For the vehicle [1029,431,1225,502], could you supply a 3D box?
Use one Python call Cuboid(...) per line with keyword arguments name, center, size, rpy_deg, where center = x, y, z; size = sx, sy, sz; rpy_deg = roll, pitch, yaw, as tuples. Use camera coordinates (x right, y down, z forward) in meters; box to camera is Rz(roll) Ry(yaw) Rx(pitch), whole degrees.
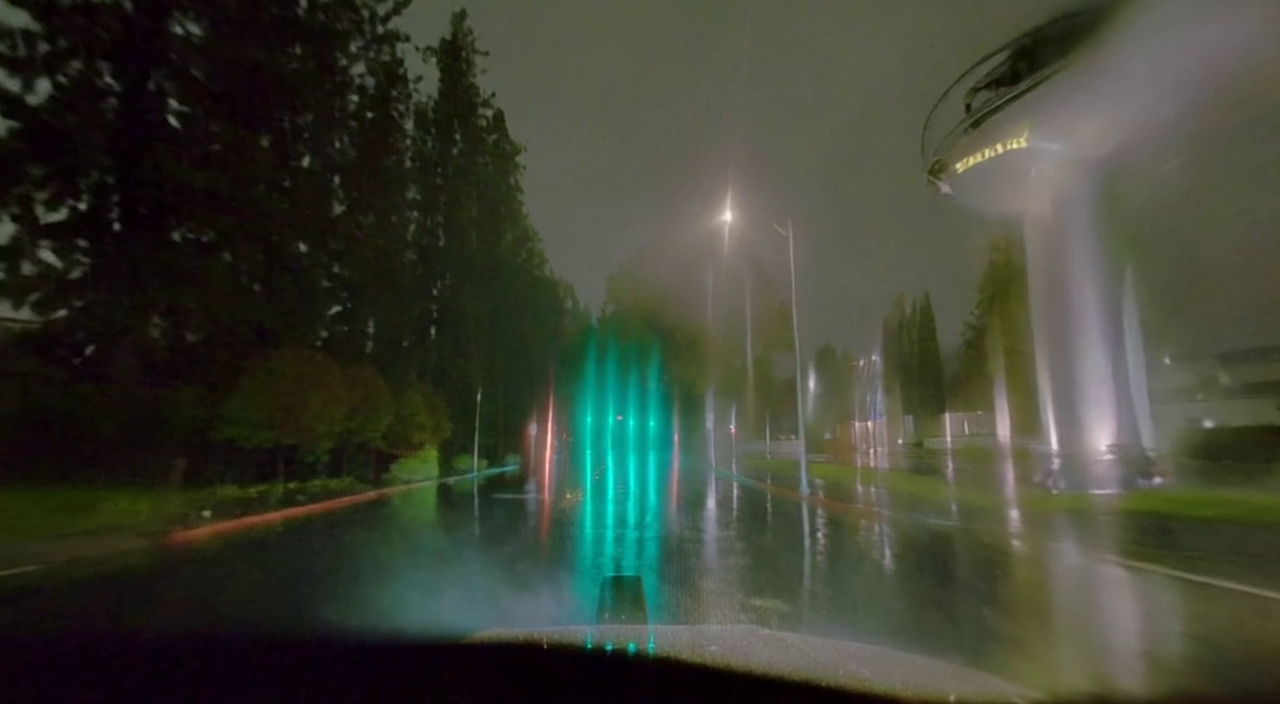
Cuboid(name="vehicle", center=(10.639, 2.458, 13.911), size=(3.191, 1.365, 1.458), rpy_deg=(-6, -10, 38))
